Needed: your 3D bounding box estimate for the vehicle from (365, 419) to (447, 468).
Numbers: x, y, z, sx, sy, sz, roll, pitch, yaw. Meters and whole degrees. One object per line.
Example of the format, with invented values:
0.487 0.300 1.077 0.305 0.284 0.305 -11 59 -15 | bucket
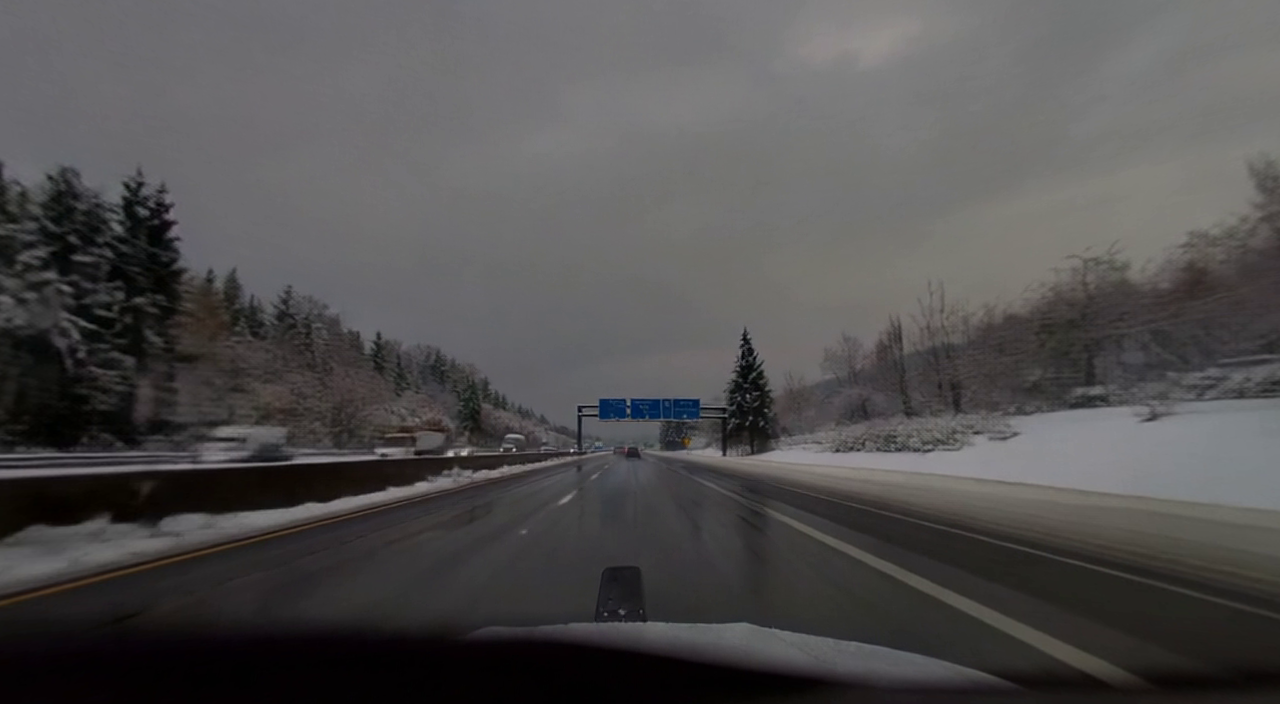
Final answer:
-12.355 4.943 33.772 2.239 2.369 5.555 0 -9 0 | vehicle
